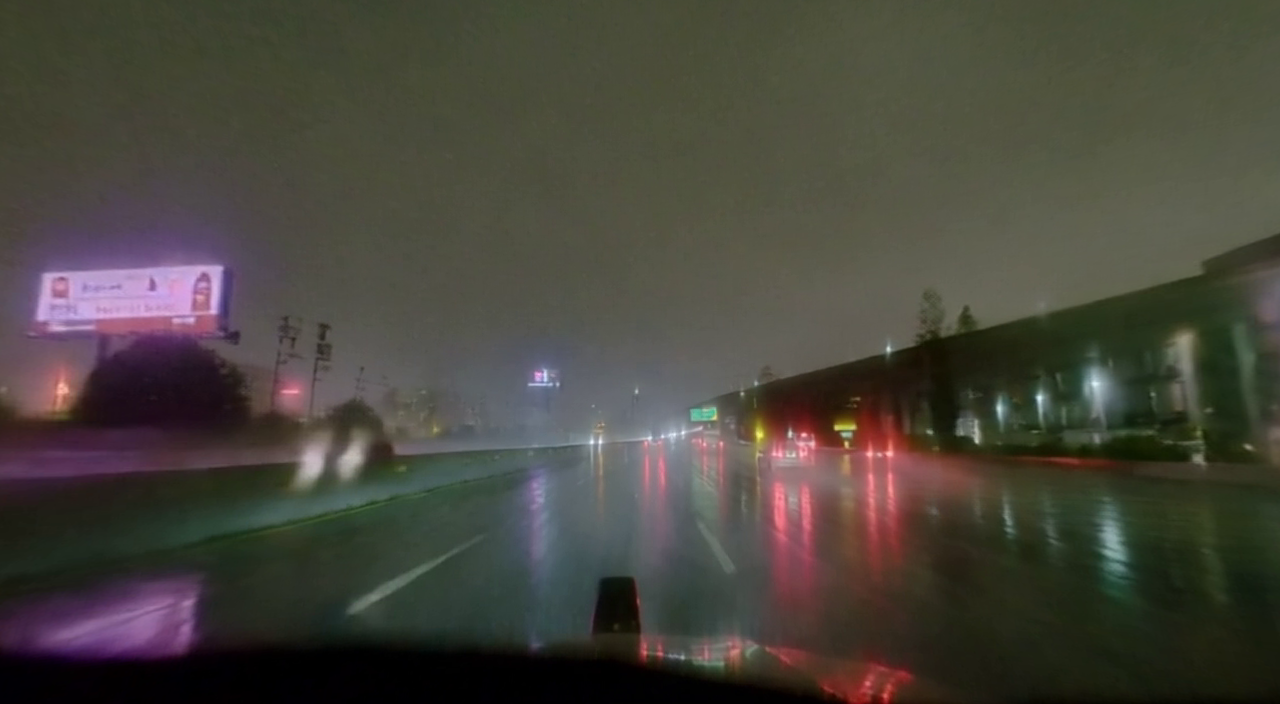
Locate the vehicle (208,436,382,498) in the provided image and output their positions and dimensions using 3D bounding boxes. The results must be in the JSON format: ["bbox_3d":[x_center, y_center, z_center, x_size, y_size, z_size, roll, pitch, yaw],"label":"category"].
[{"bbox_3d":[-9.375,3.152,17.776,2.327,1.492,4.540,0,-8,0],"label":"vehicle"}]
